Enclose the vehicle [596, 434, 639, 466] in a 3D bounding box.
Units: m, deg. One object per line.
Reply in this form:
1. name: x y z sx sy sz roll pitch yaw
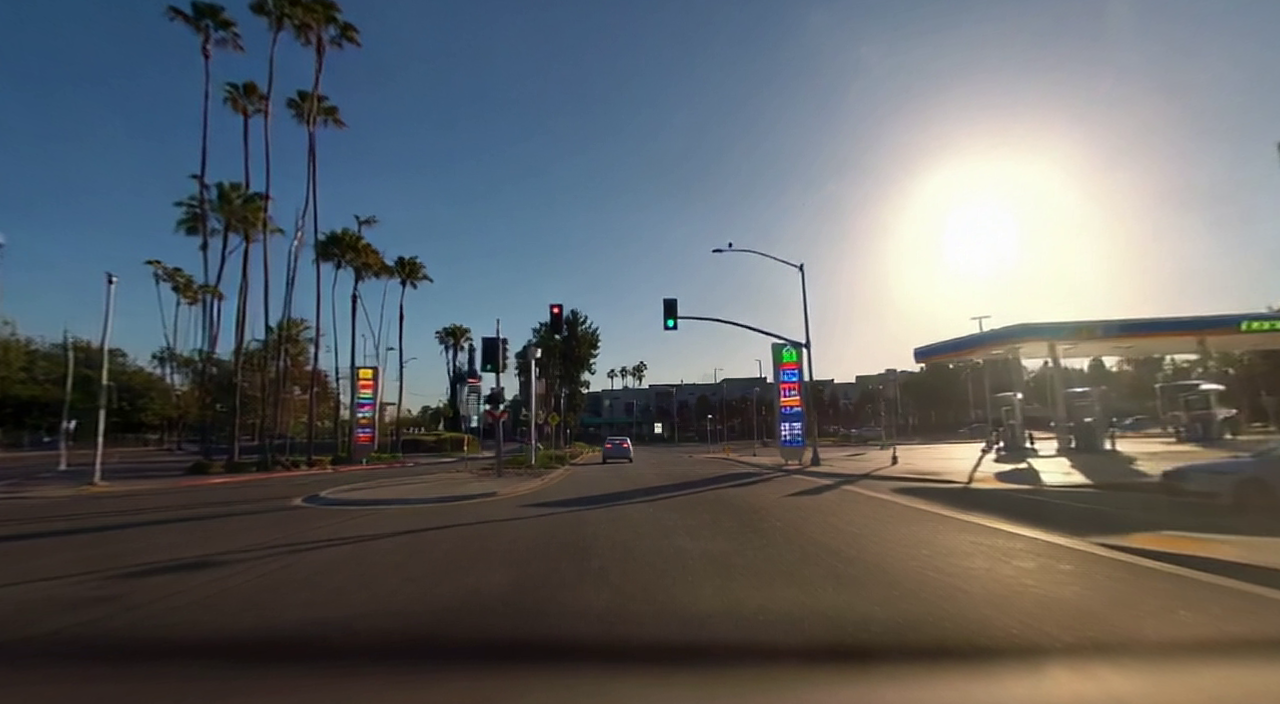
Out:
1. vehicle: -1.209 5.150 33.268 2.073 1.525 4.809 0 -9 -2
